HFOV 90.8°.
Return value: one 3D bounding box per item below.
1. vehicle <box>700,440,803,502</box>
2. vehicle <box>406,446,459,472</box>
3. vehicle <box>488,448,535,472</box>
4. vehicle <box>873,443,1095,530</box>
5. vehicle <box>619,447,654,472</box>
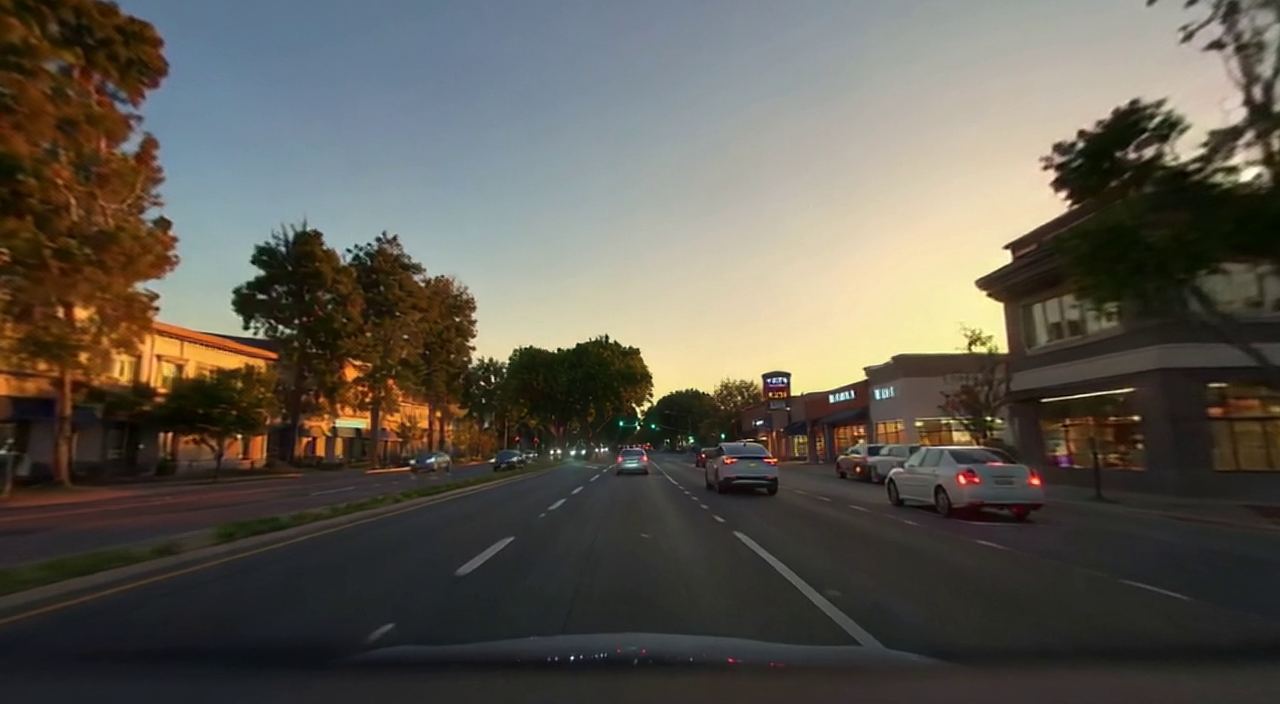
[{"bbox_3d":[3.052,3.377,18.420,2.072,1.545,4.578,0,-9,-1],"label":"vehicle"},{"bbox_3d":[-15.473,7.964,47.419,2.060,1.831,5.414,0,-9,1],"label":"vehicle"},{"bbox_3d":[-8.377,7.048,41.546,2.050,1.499,4.816,0,-9,1],"label":"vehicle"},{"bbox_3d":[6.685,2.632,13.033,1.952,1.449,4.544,0,-9,-1],"label":"vehicle"},{"bbox_3d":[-0.200,6.667,39.519,2.052,1.461,4.324,0,-9,0],"label":"vehicle"}]
